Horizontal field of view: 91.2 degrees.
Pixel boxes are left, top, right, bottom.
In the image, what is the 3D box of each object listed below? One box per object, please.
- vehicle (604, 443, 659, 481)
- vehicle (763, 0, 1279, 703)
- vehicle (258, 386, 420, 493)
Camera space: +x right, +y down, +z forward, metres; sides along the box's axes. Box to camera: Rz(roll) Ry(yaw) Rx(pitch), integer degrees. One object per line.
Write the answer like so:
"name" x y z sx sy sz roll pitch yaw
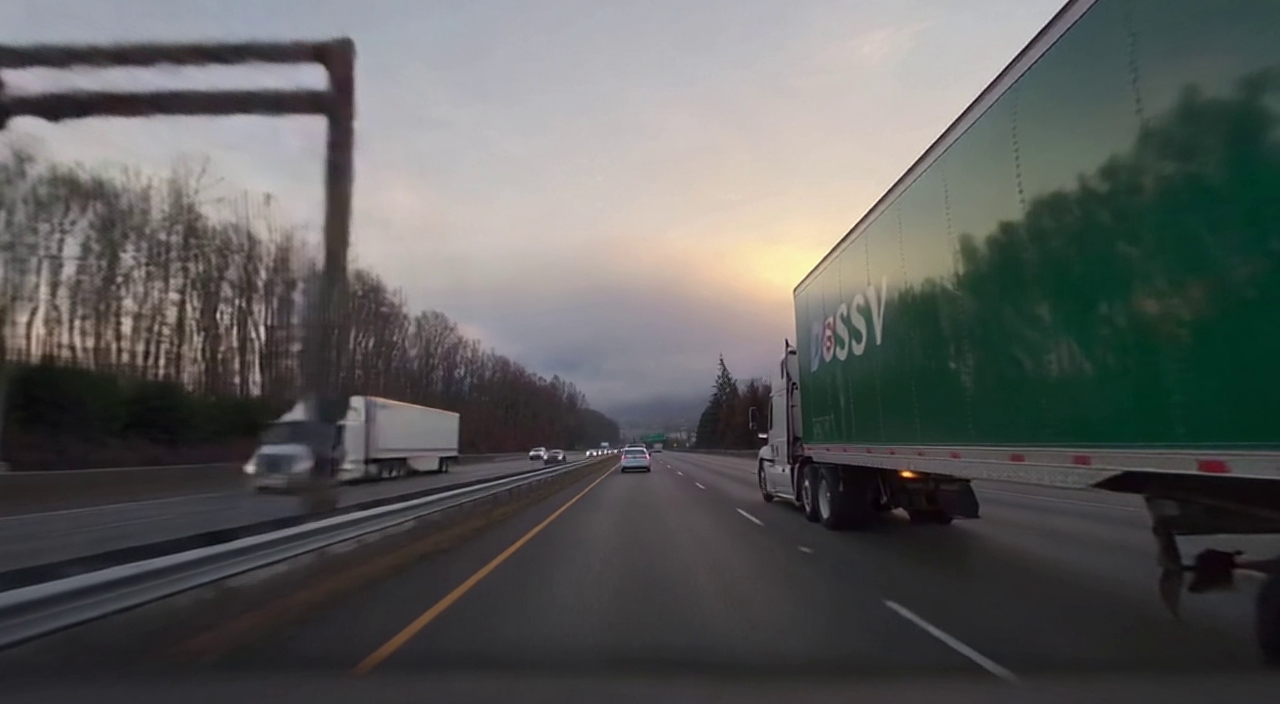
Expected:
"vehicle" -0.379 4.847 27.807 2.244 1.506 4.097 0 -9 -1
"vehicle" 4.480 0.183 6.610 3.317 4.020 14.141 0 -9 -1
"vehicle" -13.204 4.032 28.642 3.253 4.163 8.081 0 -9 0
